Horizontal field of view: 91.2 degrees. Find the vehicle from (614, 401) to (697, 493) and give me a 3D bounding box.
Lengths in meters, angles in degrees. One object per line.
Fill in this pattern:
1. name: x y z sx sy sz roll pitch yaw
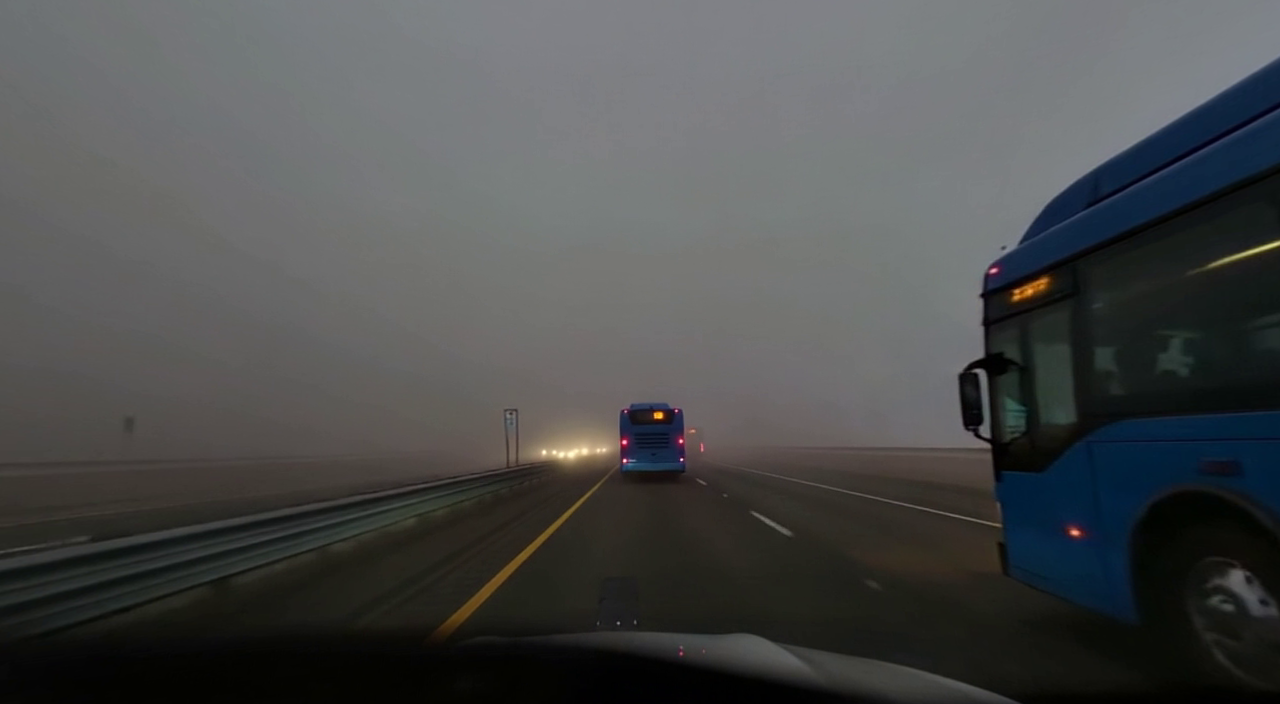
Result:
1. vehicle: 0.385 3.214 21.290 2.414 2.675 5.574 0 -9 -1
